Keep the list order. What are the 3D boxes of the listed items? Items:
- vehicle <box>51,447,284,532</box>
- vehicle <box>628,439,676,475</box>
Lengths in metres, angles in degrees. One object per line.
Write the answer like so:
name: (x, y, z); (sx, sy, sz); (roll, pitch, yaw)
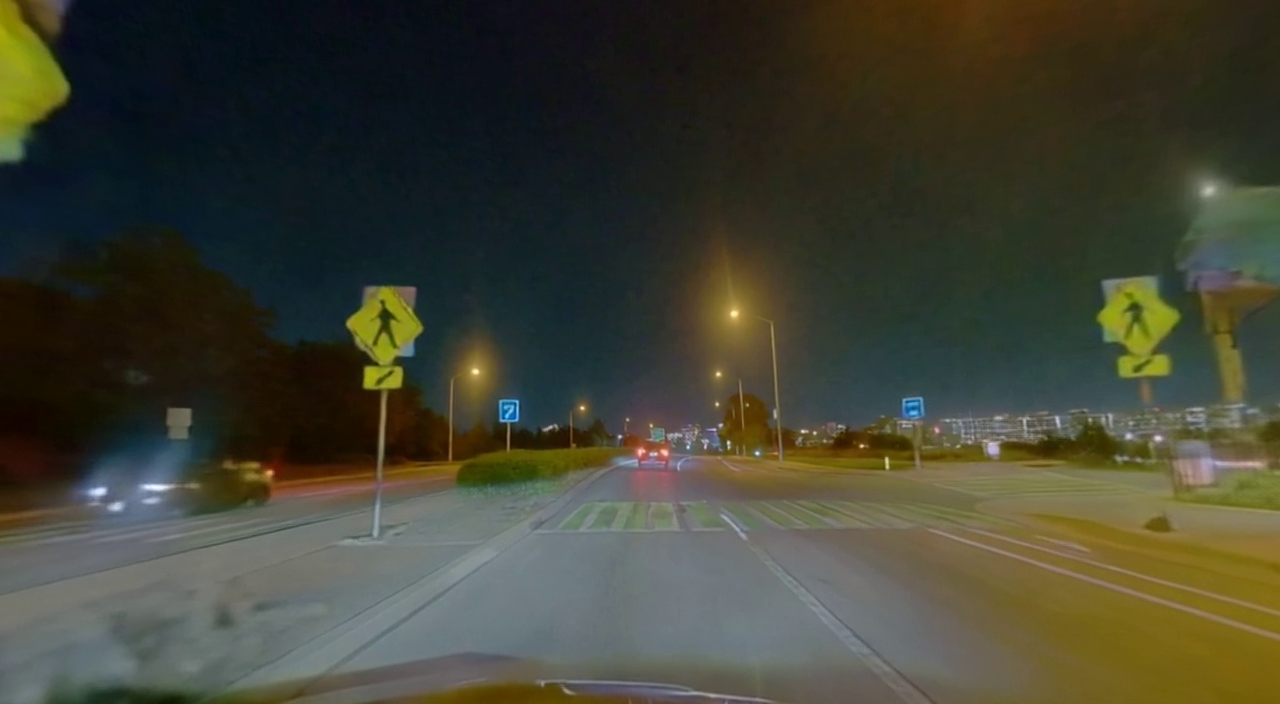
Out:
vehicle: (-10.451, 3.011, 14.484); (2.197, 1.606, 4.034); (0, -8, 0)
vehicle: (0.610, 5.075, 30.691); (2.158, 1.600, 3.865); (-1, -8, 2)
